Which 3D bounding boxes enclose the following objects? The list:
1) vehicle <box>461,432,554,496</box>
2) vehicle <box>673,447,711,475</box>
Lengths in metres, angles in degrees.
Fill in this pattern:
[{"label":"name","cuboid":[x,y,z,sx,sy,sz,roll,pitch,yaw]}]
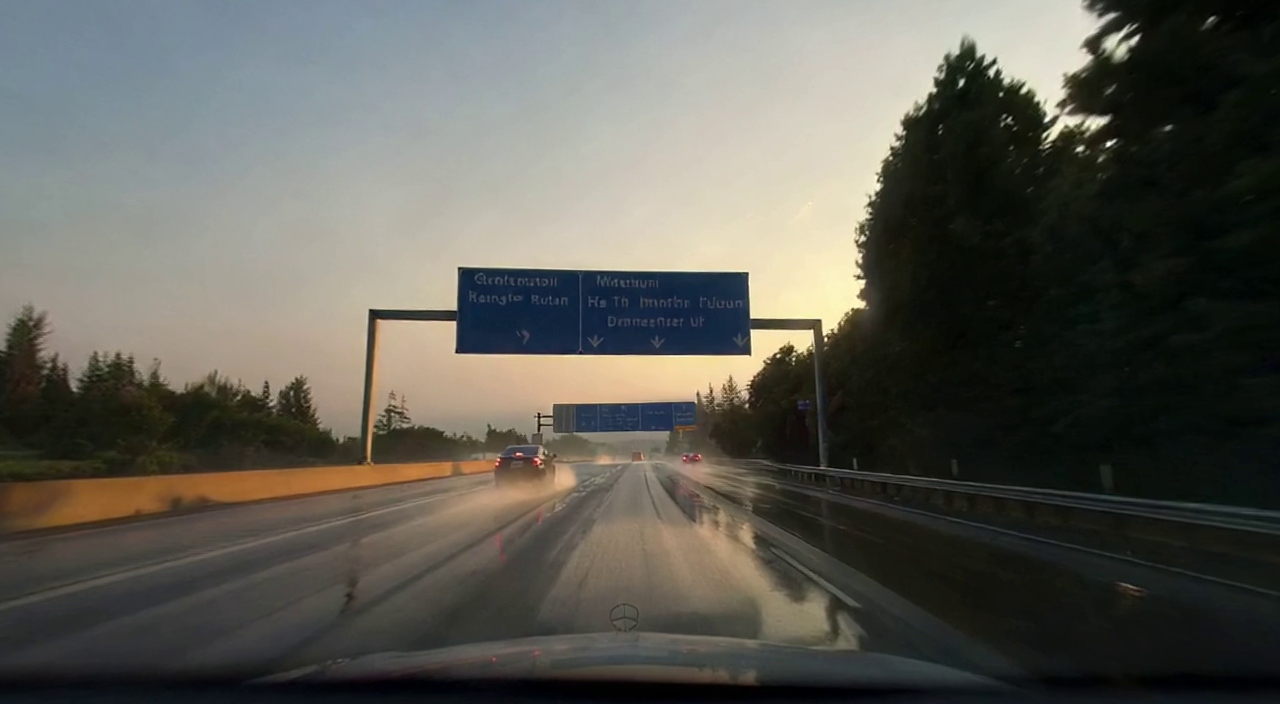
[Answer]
[{"label":"vehicle","cuboid":[-4.564,3.955,22.596,2.278,2.054,4.498,0,-9,1]},{"label":"vehicle","cuboid":[3.386,7.173,41.888,2.133,1.746,4.511,0,-9,0]}]
